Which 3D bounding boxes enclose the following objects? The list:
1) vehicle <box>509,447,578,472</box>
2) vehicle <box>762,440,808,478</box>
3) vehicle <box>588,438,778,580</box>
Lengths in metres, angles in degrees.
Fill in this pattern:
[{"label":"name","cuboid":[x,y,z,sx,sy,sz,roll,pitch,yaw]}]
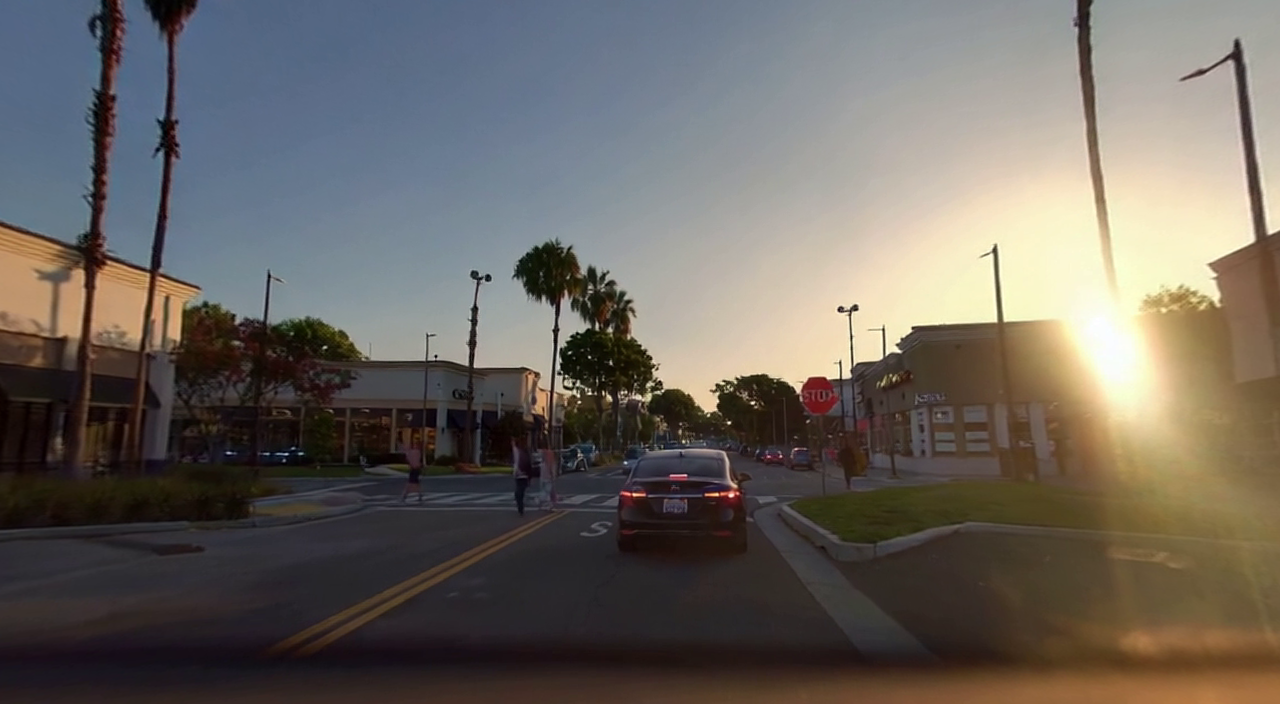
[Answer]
[{"label":"vehicle","cuboid":[-6.913,7.726,45.639,4.529,1.682,1.895,6,-11,-36]},{"label":"vehicle","cuboid":[9.391,6.899,40.956,2.467,2.369,1.577,6,-10,-35]},{"label":"vehicle","cuboid":[0.629,1.984,8.827,2.031,1.479,3.969,-1,-9,5]}]
